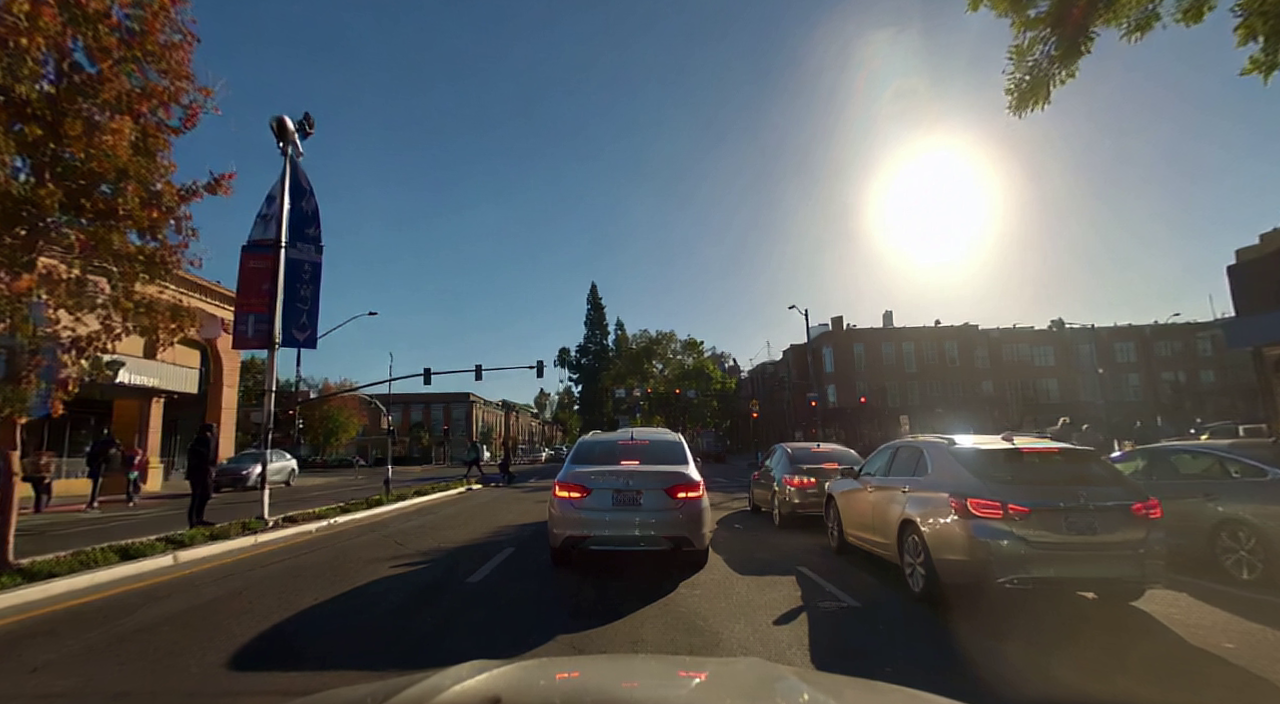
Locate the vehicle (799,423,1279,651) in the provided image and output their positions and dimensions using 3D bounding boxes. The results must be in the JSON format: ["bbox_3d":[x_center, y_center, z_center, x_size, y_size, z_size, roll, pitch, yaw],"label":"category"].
[{"bbox_3d":[3.207,1.546,6.436,1.912,1.454,4.537,0,-9,-1],"label":"vehicle"}]

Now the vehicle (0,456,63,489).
[{"bbox_3d":[-31.731,5.998,31.558,1.913,1.531,4.000,-9,-12,43],"label":"vehicle"}]

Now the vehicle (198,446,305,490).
[{"bbox_3d":[-15.517,4.628,25.547,1.933,1.614,4.042,0,-9,-4],"label":"vehicle"}]

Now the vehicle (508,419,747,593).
[{"bbox_3d":[-0.145,1.671,7.678,2.118,1.512,4.013,0,-9,-1],"label":"vehicle"}]
